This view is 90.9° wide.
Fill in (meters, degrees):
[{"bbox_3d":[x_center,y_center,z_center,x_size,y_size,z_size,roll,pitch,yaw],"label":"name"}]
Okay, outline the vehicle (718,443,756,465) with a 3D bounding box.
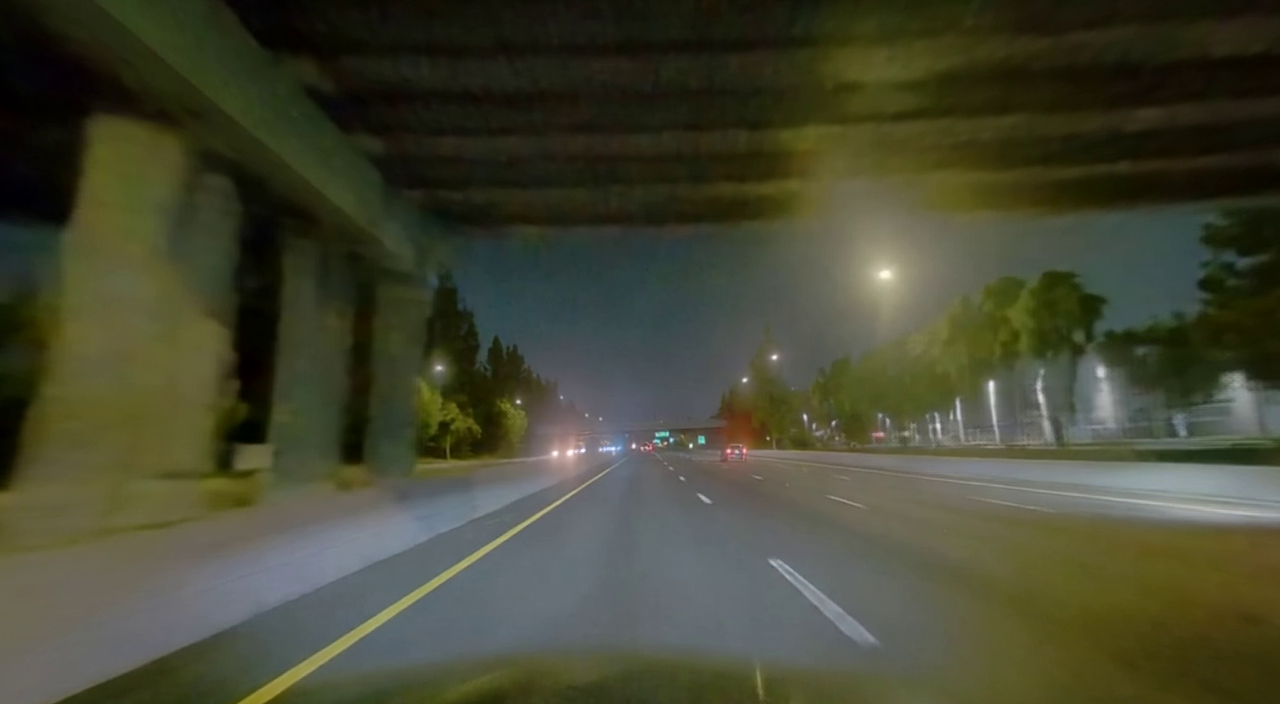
[{"bbox_3d":[6.890,7.336,45.358,2.025,1.484,4.208,-1,-9,0],"label":"vehicle"}]
